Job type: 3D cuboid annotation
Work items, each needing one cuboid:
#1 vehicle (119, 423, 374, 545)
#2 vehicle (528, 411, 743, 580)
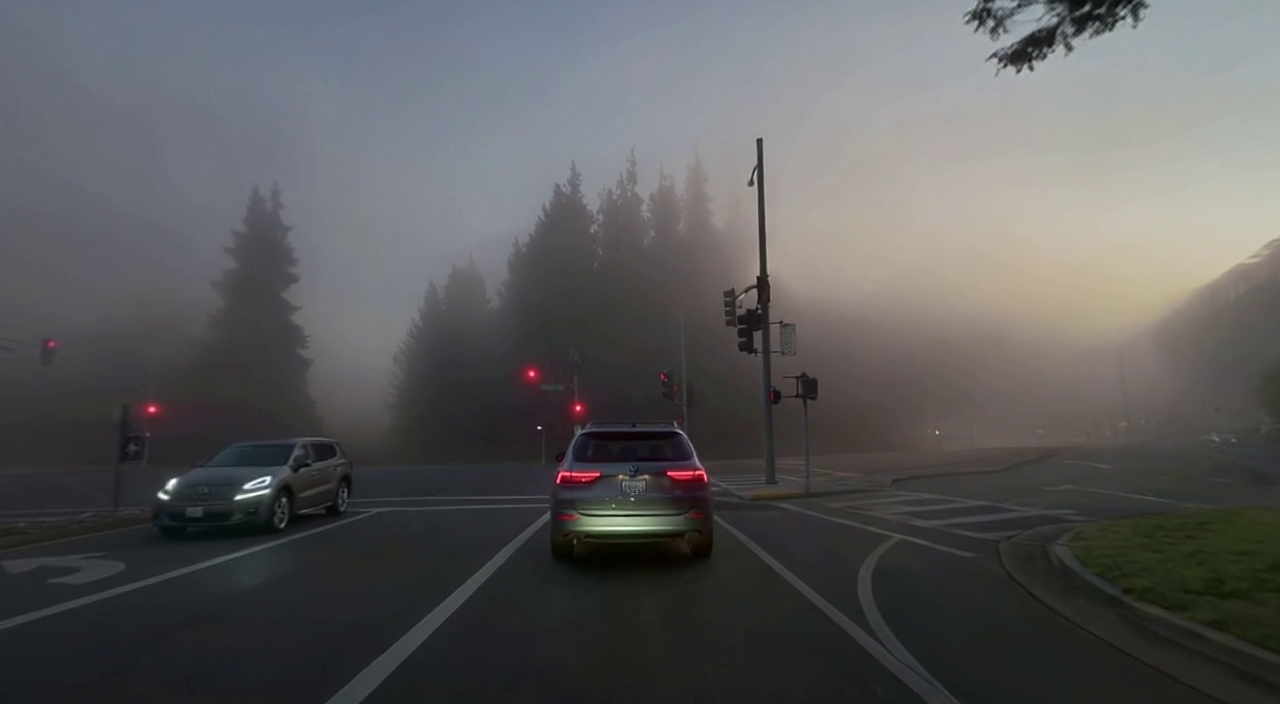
[{"bbox_3d":[-6.454,2.179,11.049,2.020,1.695,4.187,1,-9,-5],"label":"vehicle"},{"bbox_3d":[-0.194,1.754,8.471,2.154,1.670,4.140,1,-9,-4],"label":"vehicle"}]
